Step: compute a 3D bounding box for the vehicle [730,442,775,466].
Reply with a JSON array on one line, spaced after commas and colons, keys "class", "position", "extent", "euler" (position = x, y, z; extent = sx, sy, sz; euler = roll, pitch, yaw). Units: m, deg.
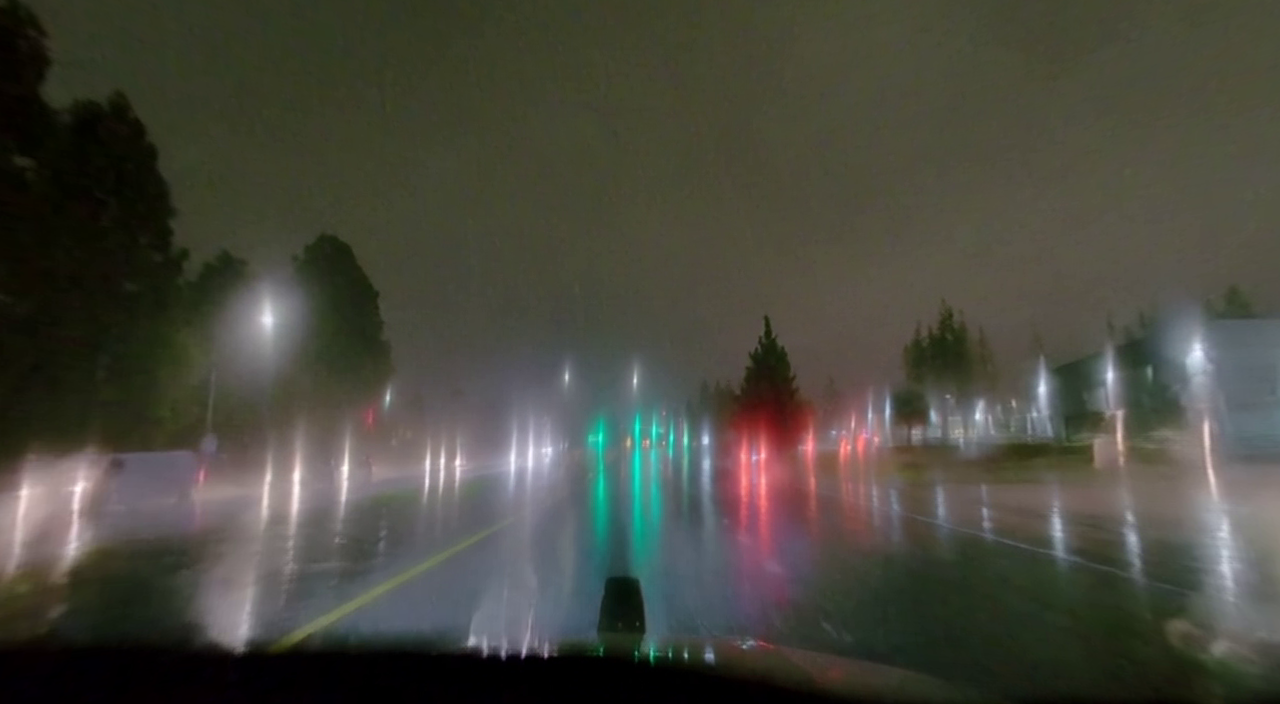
[{"class": "vehicle", "position": [7.308, 6.696, 41.542], "extent": [1.961, 1.465, 4.468], "euler": [0, -8, -2]}]

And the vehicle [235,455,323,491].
[{"class": "vehicle", "position": [-17.865, 5.975, 31.499], "extent": [1.851, 1.563, 4.336], "euler": [0, -8, 0]}]

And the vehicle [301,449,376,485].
[{"class": "vehicle", "position": [-17.790, 6.771, 37.601], "extent": [1.926, 1.684, 5.378], "euler": [-3, -7, -1]}]

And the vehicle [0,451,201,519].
[{"class": "vehicle", "position": [-17.705, 4.281, 21.138], "extent": [1.999, 1.875, 5.842], "euler": [0, -8, -2]}]
